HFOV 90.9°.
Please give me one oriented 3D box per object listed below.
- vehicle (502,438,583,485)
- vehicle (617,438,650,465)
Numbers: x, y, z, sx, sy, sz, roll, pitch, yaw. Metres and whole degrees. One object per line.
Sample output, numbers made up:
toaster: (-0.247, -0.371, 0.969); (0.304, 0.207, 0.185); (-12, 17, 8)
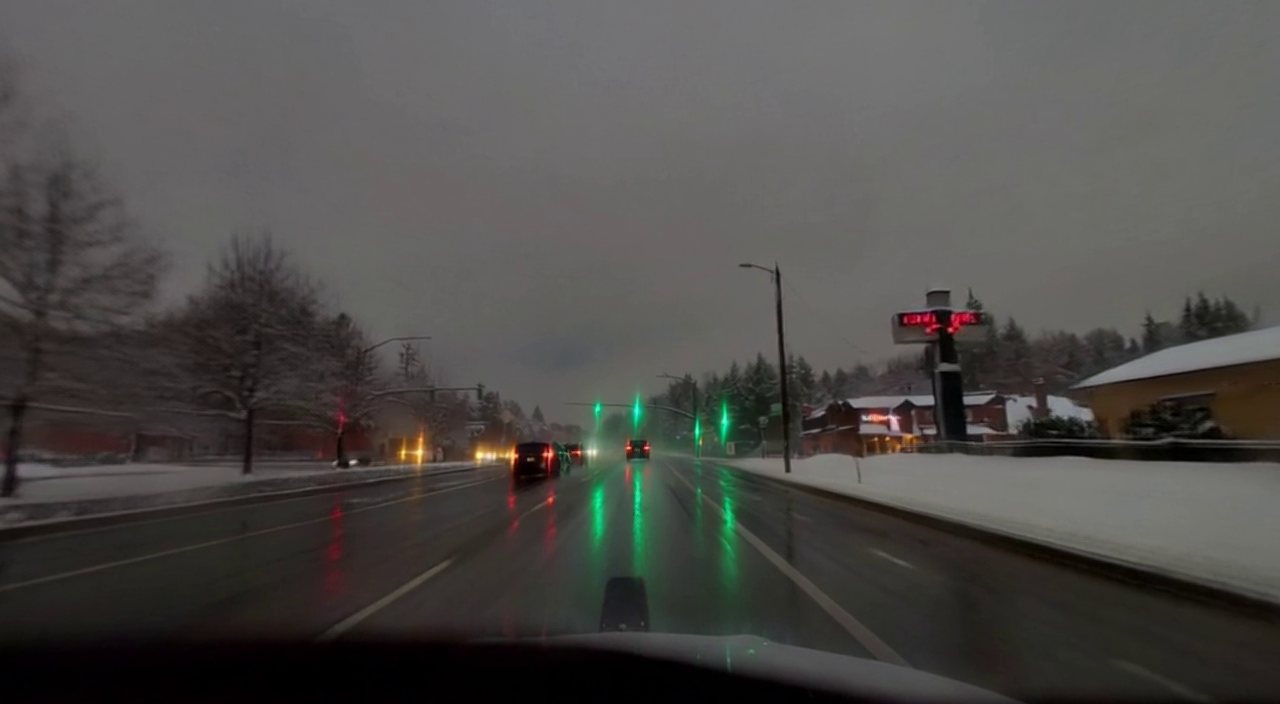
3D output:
vehicle: (-3.278, 3.772, 22.146); (2.015, 1.470, 4.458); (0, -8, 1)
vehicle: (-0.420, 6.837, 43.442); (2.153, 1.764, 4.047); (0, -8, 0)
